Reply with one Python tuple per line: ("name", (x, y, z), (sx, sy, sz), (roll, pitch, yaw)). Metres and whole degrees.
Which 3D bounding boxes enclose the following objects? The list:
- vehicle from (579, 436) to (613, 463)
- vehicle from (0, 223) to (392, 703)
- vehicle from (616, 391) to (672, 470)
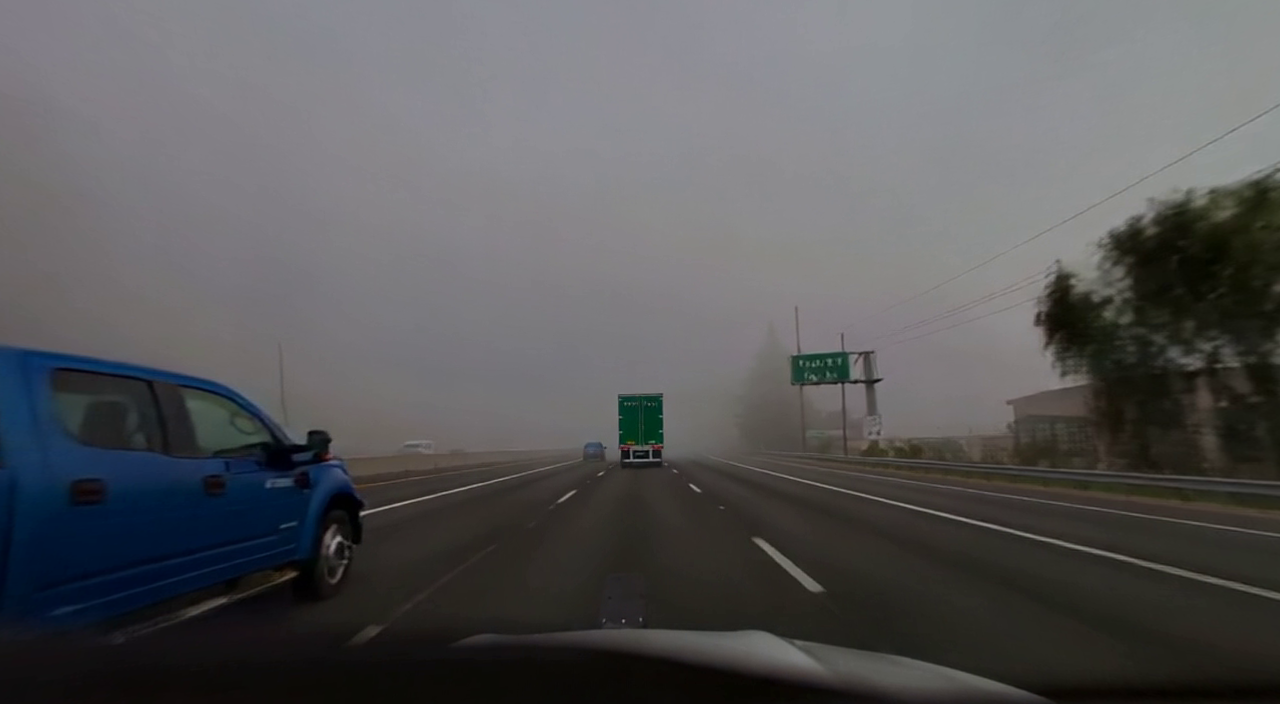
("vehicle", (-3.408, 7.653, 49.662), (2.293, 1.923, 5.141), (0, -8, 0))
("vehicle", (-3.717, 0.643, 2.528), (2.749, 2.141, 6.515), (0, -8, 1))
("vehicle", (0.235, 5.046, 39.487), (2.879, 4.085, 13.125), (0, -8, 0))
